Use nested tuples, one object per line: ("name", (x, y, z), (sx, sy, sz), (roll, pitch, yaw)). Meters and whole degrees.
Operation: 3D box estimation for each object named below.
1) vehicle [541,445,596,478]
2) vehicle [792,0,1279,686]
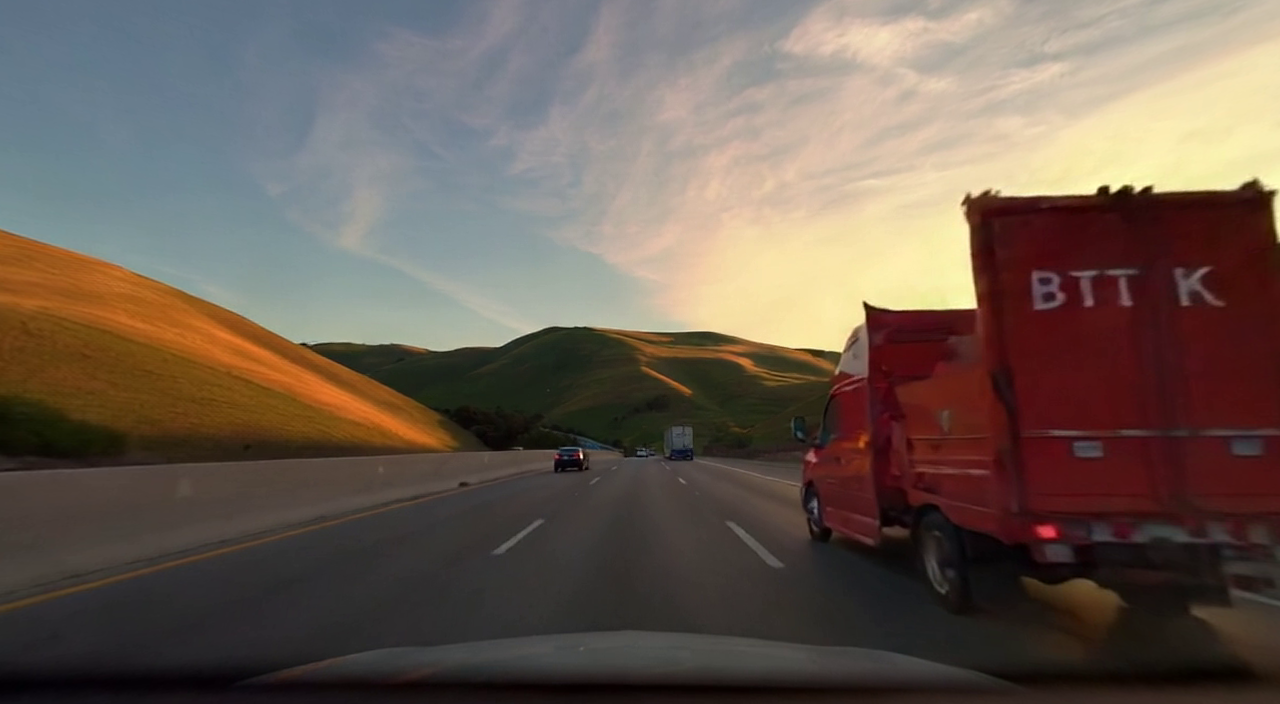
("vehicle", (-3.521, 5.524, 32.066), (2.060, 1.475, 5.314), (0, -9, 1))
("vehicle", (3.999, 0.249, 6.758), (2.999, 4.023, 6.337), (0, -9, -1))
